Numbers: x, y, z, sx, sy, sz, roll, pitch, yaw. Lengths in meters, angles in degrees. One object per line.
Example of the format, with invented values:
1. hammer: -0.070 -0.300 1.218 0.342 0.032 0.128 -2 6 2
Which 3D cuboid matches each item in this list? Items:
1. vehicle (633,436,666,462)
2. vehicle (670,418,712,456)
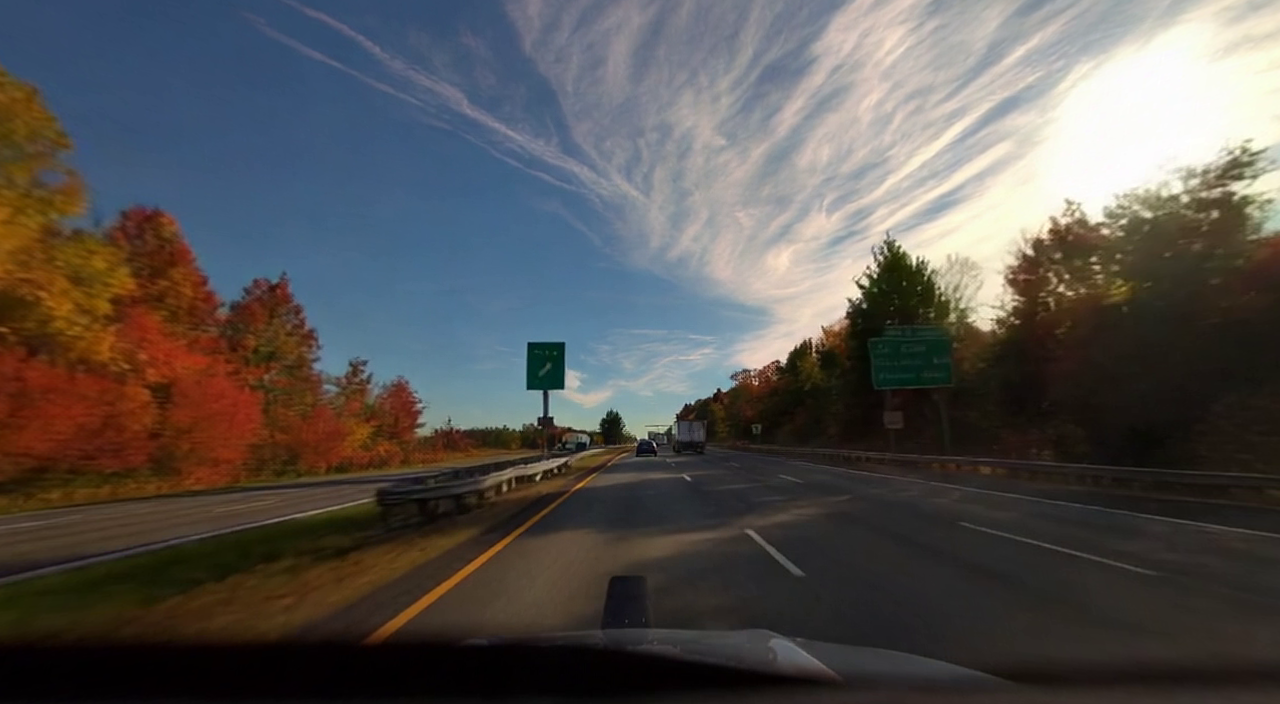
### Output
1. vehicle: 0.591 5.986 38.815 1.924 1.498 3.817 0 -8 1
2. vehicle: 3.730 6.448 47.321 2.691 2.646 6.279 0 -8 0
